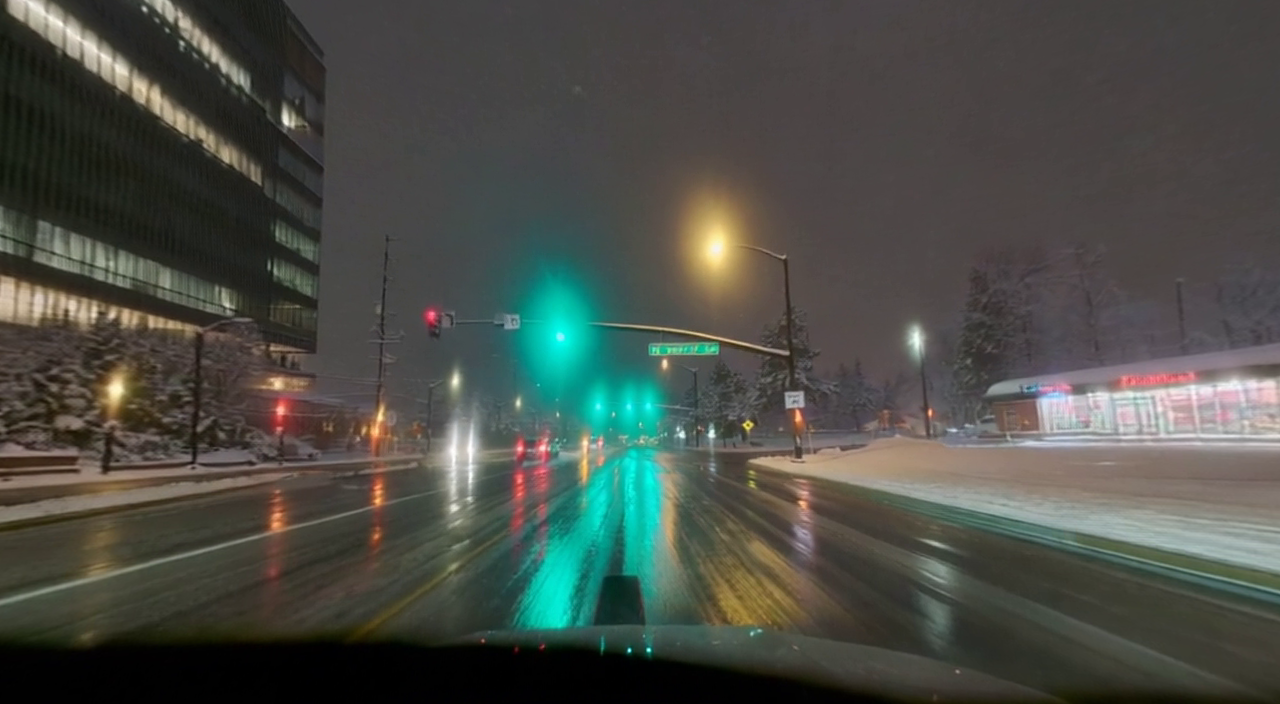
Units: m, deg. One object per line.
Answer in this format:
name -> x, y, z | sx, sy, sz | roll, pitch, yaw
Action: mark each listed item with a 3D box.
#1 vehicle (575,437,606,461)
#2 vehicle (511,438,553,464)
vehicle -> -3.789, 7.514, 49.030 | 2.052, 1.729, 4.195 | 0, -8, 0
vehicle -> -6.975, 6.444, 41.366 | 1.909, 1.605, 4.561 | 0, -8, 1
